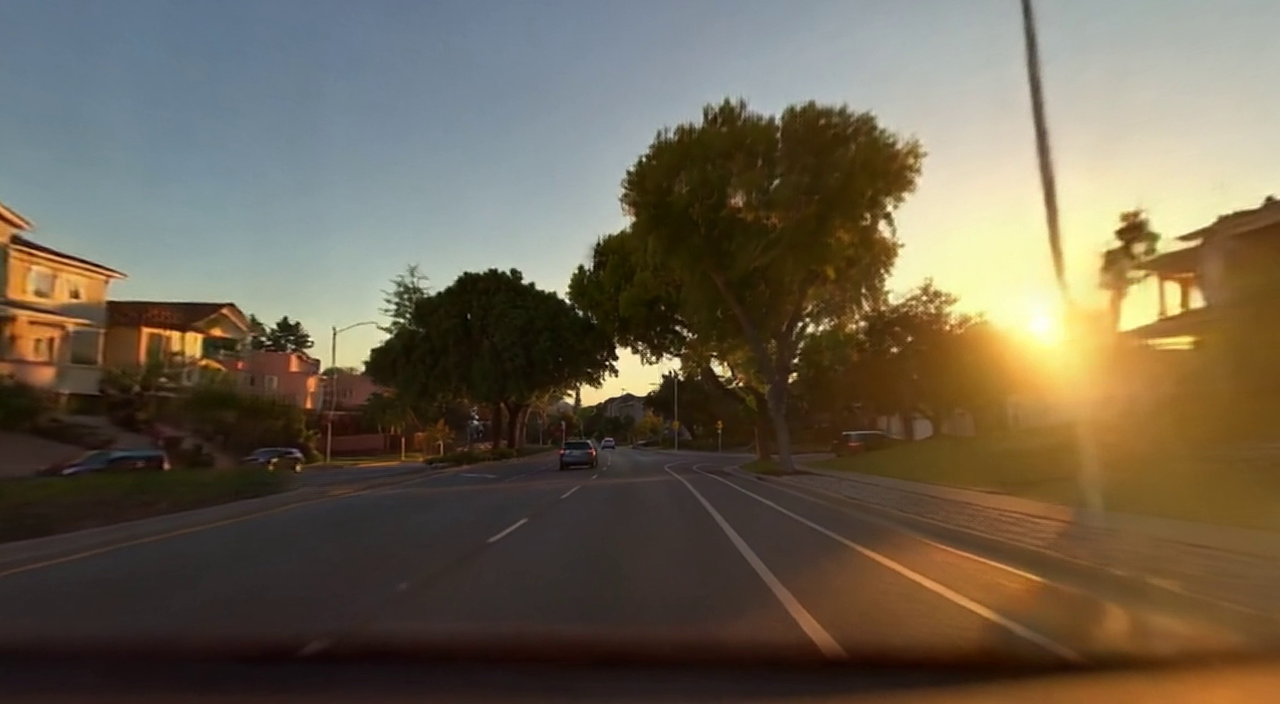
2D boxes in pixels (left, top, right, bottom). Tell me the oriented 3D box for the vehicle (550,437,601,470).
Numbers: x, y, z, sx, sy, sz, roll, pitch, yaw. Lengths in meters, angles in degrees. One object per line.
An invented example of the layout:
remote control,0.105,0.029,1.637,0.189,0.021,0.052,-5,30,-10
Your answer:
vehicle,-3.068,4.940,30.860,2.075,1.498,4.730,0,-8,-1

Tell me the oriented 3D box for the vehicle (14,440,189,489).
vehicle,-18.889,3.996,22.494,2.026,1.563,4.618,0,-10,2

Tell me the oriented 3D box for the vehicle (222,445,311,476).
vehicle,-18.839,5.466,32.073,1.980,1.423,4.465,0,-8,-3
